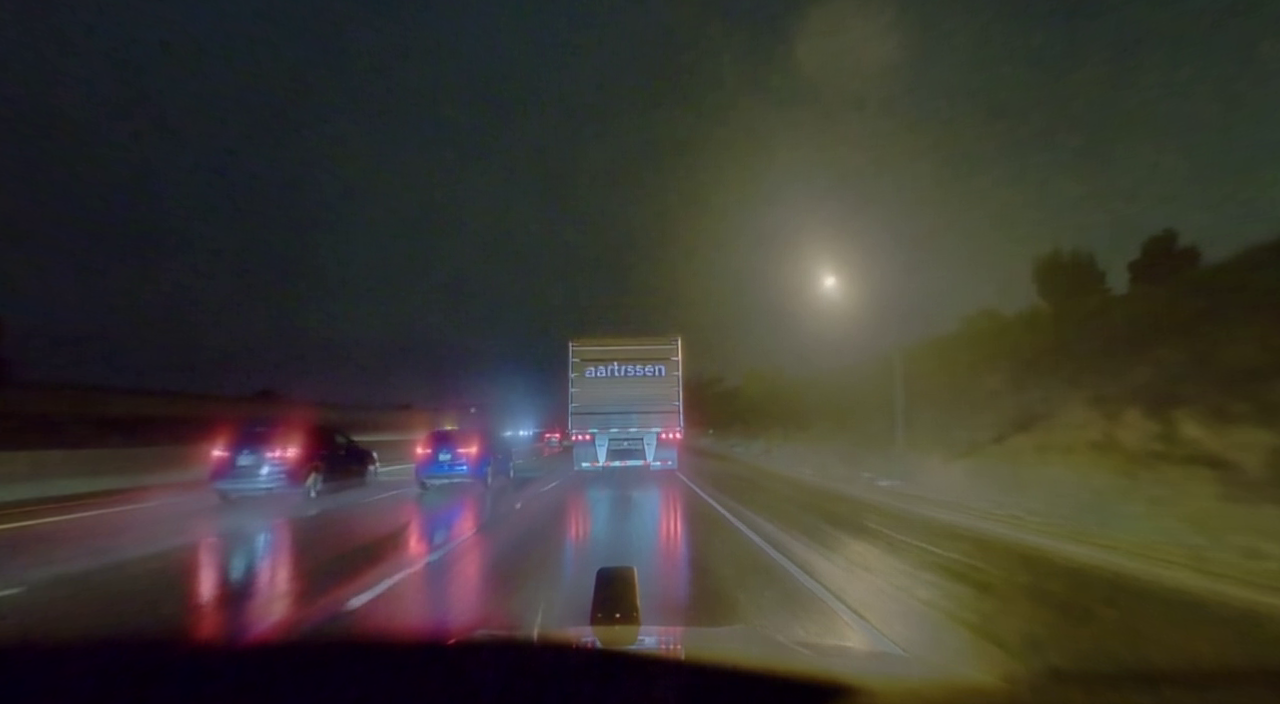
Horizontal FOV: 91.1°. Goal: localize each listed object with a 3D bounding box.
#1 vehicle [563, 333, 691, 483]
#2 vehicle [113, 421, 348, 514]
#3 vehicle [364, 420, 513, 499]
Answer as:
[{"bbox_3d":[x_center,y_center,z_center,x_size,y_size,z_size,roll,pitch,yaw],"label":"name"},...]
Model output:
[{"bbox_3d":[-0.443,2.215,22.559,3.442,4.106,10.719,0,-8,-1],"label":"vehicle"},{"bbox_3d":[-8.001,2.266,12.938,1.944,1.565,4.383,0,-8,-1],"label":"vehicle"},{"bbox_3d":[-4.738,2.582,15.698,2.052,1.639,4.894,0,-8,0],"label":"vehicle"}]
